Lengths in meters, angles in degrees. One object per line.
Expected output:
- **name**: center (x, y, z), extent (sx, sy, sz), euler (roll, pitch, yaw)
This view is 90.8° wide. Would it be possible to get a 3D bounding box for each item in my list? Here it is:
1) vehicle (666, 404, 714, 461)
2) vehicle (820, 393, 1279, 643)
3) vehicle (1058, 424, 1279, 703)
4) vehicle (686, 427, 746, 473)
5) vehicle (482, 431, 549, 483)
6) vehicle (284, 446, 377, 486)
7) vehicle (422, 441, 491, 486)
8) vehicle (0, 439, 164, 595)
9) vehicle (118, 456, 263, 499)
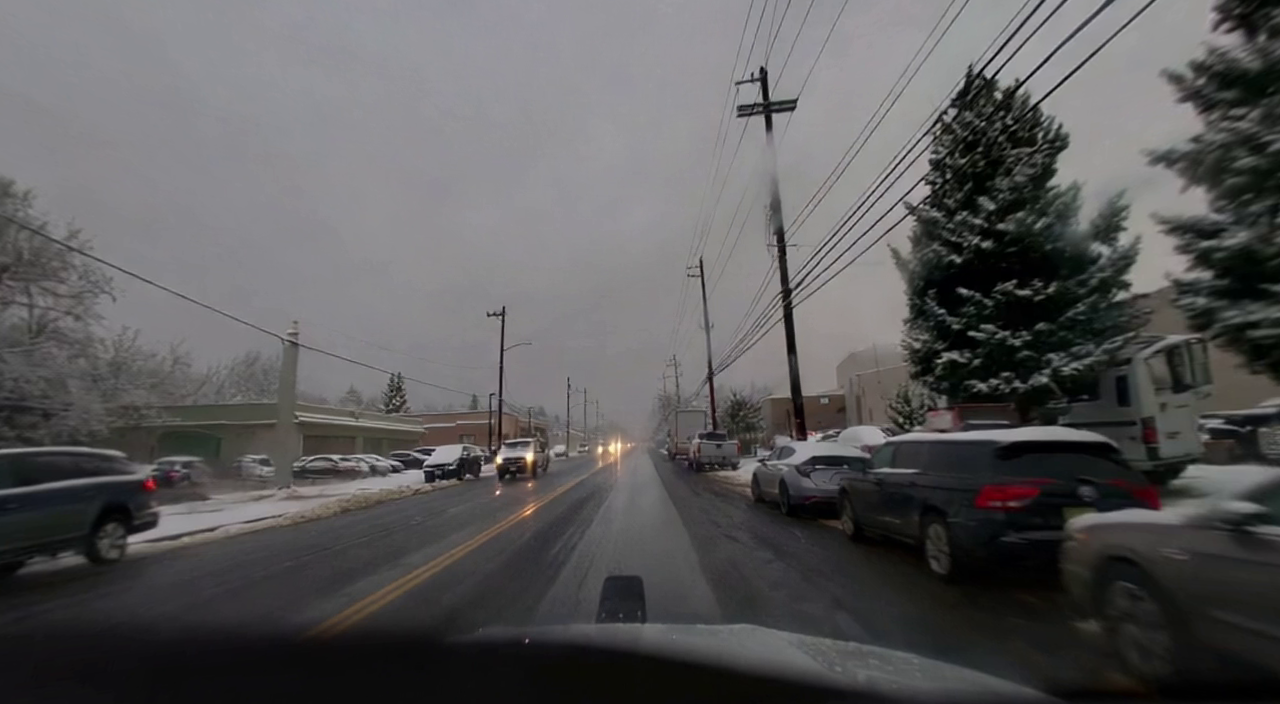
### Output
- **vehicle**: center (3.549, 6.082, 46.884), extent (2.874, 3.757, 8.612), euler (0, -9, 0)
- **vehicle**: center (3.598, 1.497, 6.810), extent (1.911, 1.654, 5.061), euler (0, -9, 1)
- **vehicle**: center (3.533, 0.869, 1.614), extent (1.948, 1.433, 4.385), euler (0, -9, 1)
- **vehicle**: center (3.564, 4.795, 30.896), extent (2.249, 2.026, 6.211), euler (0, -9, 1)
- **vehicle**: center (-5.324, 4.564, 27.664), extent (2.254, 1.963, 4.823), euler (-2, -9, -5)
- **vehicle**: center (-14.286, 5.268, 29.515), extent (2.016, 1.721, 4.410), euler (-1, -9, 1)
- **vehicle**: center (-8.339, 5.071, 29.041), extent (1.921, 1.750, 4.208), euler (-4, -9, -1)
- **vehicle**: center (-8.421, 2.032, 7.748), extent (1.909, 1.778, 4.383), euler (-3, -8, -2)
- **vehicle**: center (-17.253, 4.823, 24.412), extent (4.136, 1.510, 1.842), euler (0, -9, 0)
